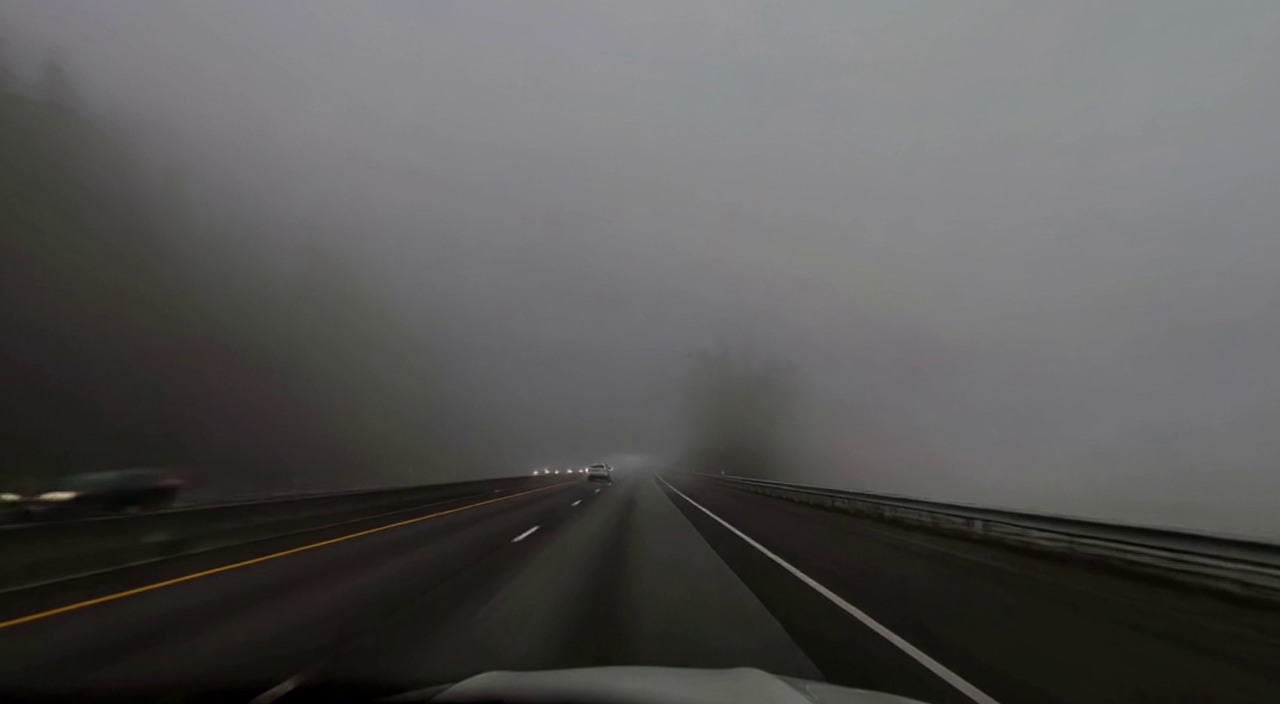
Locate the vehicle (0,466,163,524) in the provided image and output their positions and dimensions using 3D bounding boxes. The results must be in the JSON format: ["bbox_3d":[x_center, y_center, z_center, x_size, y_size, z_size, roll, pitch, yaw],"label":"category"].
[{"bbox_3d":[-16.127,4.006,18.044,1.862,1.433,3.846,1,-10,0],"label":"vehicle"}]
